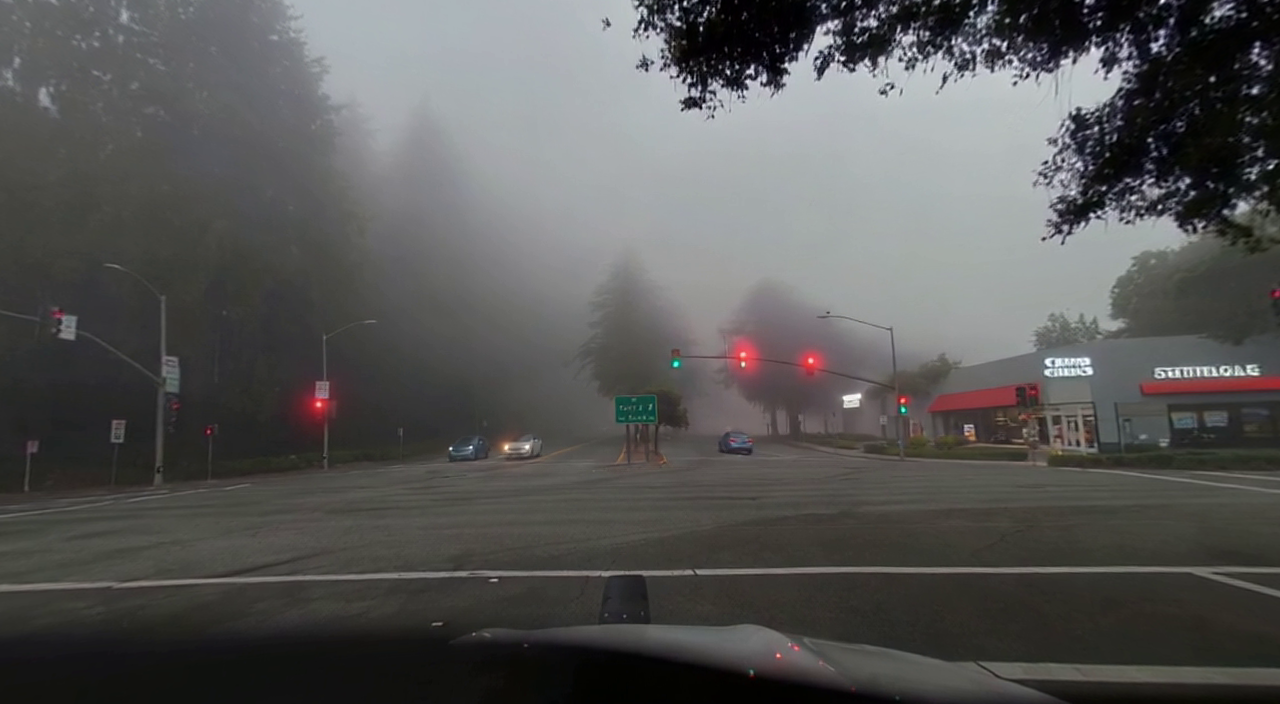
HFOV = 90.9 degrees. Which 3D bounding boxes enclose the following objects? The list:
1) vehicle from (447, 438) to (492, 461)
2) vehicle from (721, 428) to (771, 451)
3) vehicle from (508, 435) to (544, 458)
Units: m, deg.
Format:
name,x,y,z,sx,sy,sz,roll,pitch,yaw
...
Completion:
name,x,y,z,sx,sy,sz,roll,pitch,yaw
vehicle,-11.763,6.785,43.791,2.111,1.499,4.371,0,-9,-3
vehicle,7.934,6.680,47.762,1.936,1.664,4.667,2,-9,-14
vehicle,-8.056,6.744,44.929,1.920,1.546,4.086,0,-9,-2
